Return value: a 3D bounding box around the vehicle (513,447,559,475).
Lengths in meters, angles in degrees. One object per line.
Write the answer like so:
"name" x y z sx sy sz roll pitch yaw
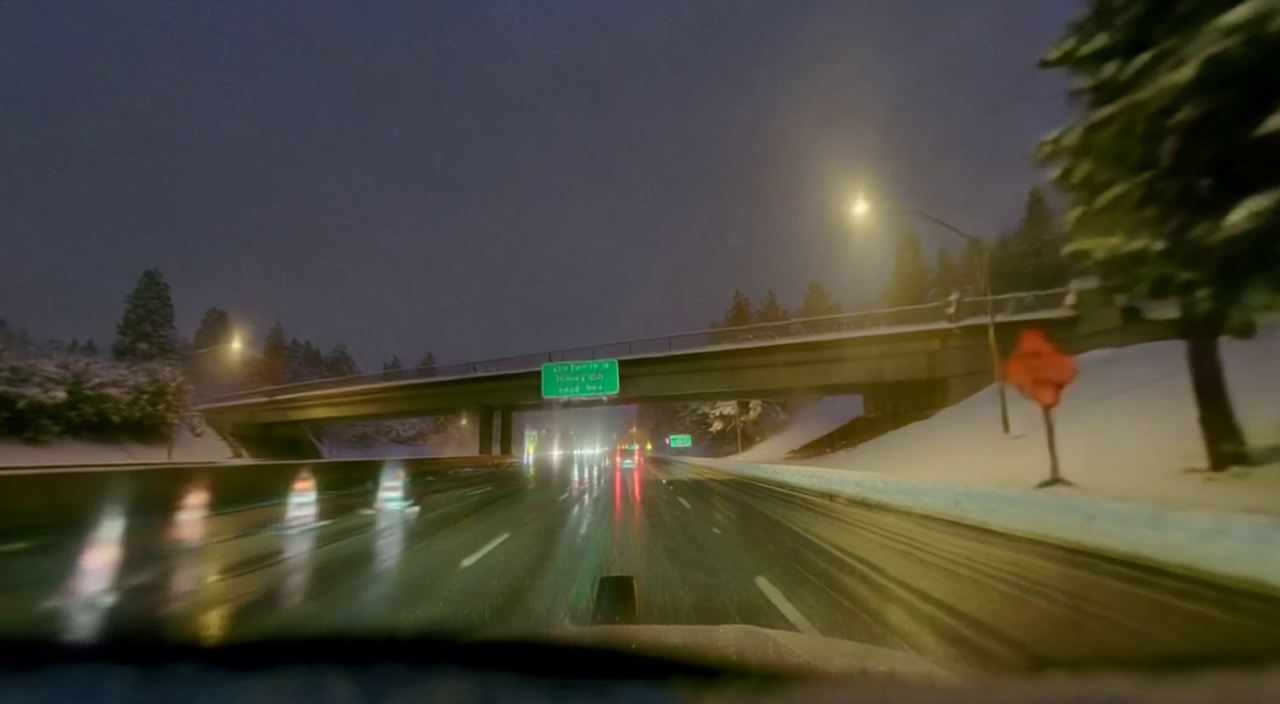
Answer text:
"vehicle" -6.053 6.379 37.170 1.997 1.507 4.248 0 -9 -1

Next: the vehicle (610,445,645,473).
"vehicle" -0.775 6.643 39.528 2.109 1.638 3.856 0 -9 -1
